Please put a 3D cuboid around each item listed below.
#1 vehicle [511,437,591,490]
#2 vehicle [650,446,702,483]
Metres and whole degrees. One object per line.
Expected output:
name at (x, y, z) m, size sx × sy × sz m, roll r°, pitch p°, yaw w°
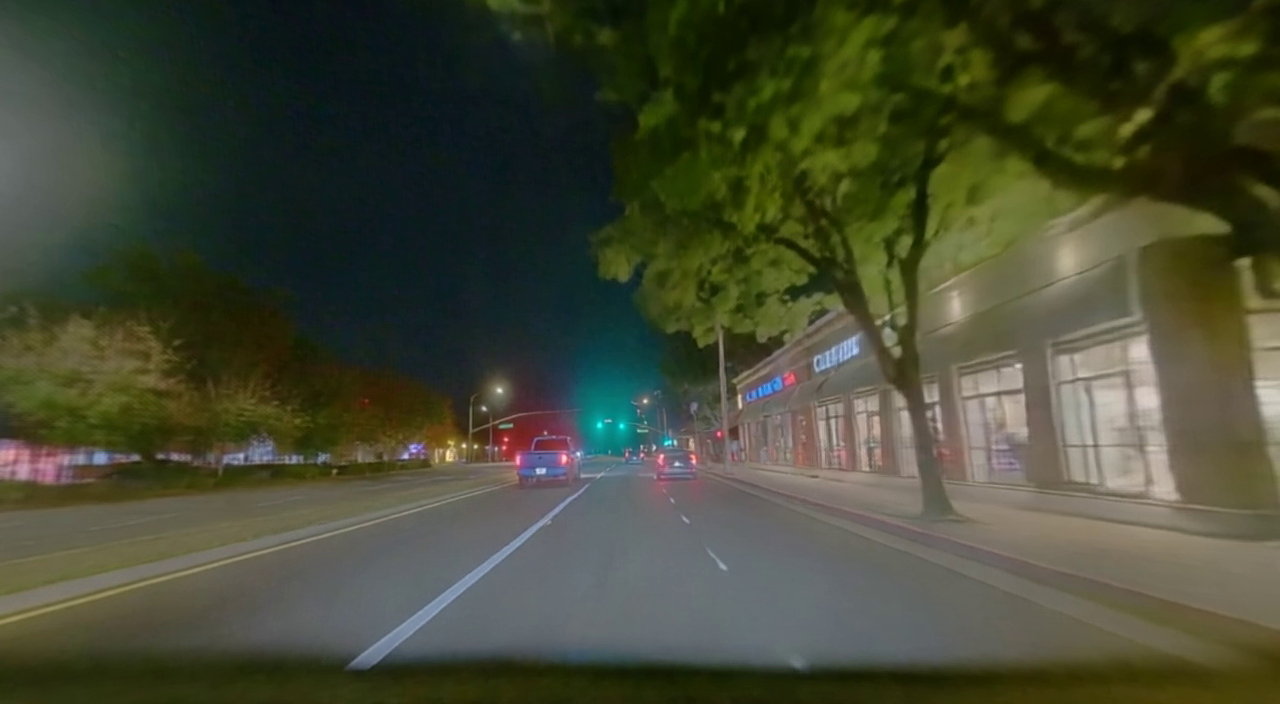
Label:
vehicle at (-3.294, 4.270, 24.485) m, size 2.464 × 1.777 × 5.128 m, roll 0°, pitch -9°, yaw -1°
vehicle at (1.518, 5.044, 28.560) m, size 2.103 × 1.487 × 4.101 m, roll 0°, pitch -9°, yaw 0°
